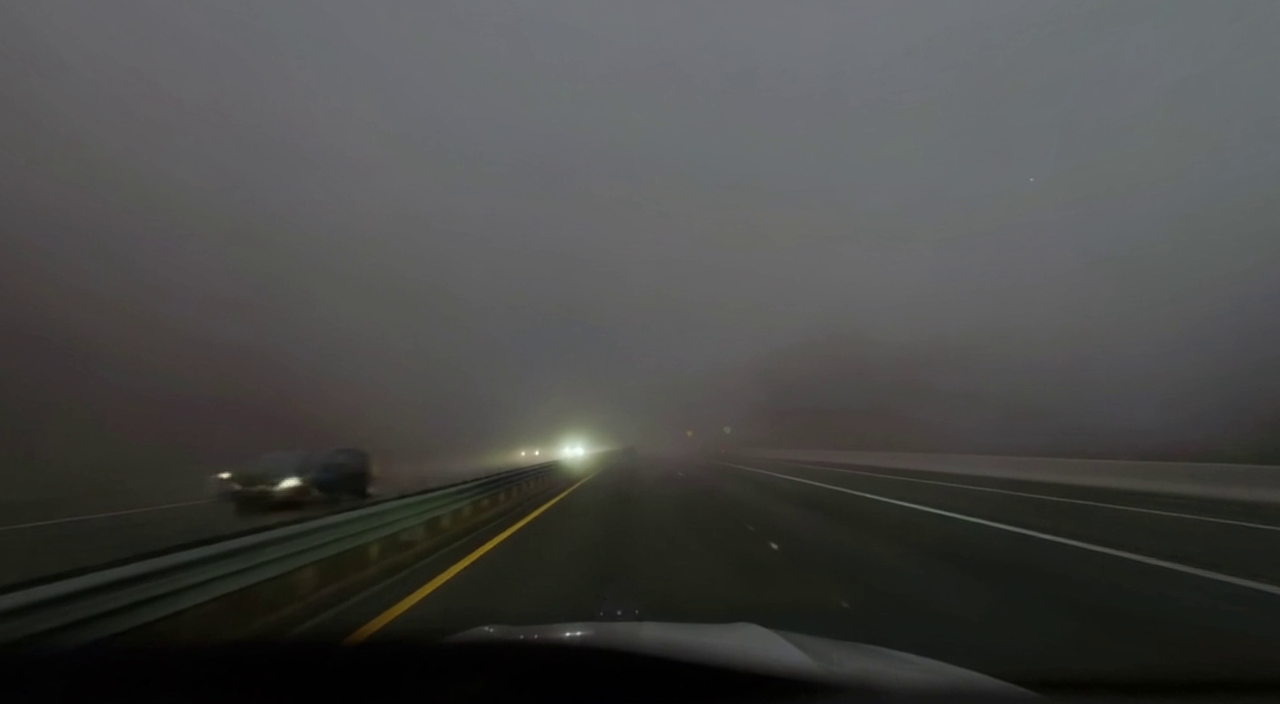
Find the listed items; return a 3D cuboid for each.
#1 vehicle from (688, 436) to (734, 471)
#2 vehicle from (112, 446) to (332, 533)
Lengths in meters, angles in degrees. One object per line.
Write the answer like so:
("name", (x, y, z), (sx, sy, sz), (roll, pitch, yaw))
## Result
("vehicle", (3.488, 5.087, 31.550), (1.972, 1.614, 4.025), (-1, -9, 2))
("vehicle", (-8.941, 2.917, 13.978), (1.950, 1.587, 4.308), (0, -9, -1))
